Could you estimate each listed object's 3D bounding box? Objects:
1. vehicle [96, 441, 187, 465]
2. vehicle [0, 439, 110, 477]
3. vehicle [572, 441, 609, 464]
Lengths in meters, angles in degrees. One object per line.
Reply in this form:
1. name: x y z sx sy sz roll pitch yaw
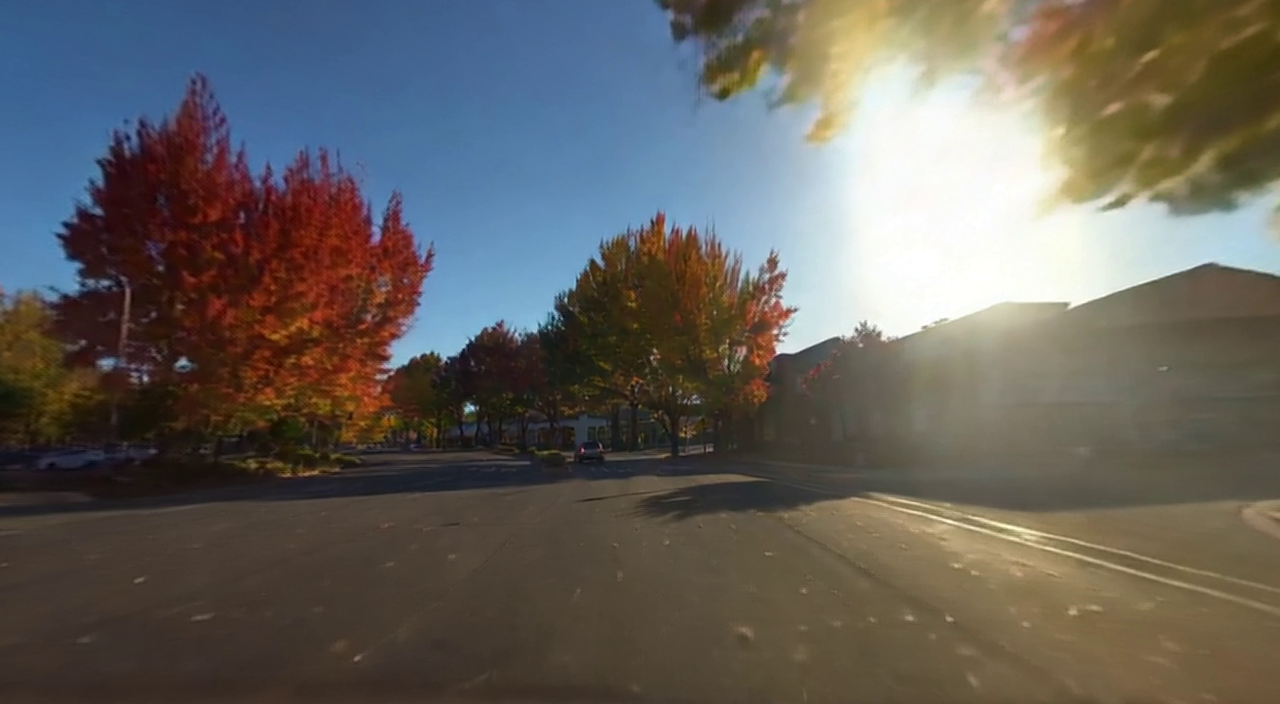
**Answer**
1. vehicle: -36.762 7.462 46.559 4.807 1.665 2.045 1 -8 -10
2. vehicle: -35.741 6.424 38.021 5.135 1.689 2.269 -3 -11 -15
3. vehicle: -3.490 6.925 43.747 2.018 1.512 4.304 2 -8 -12
